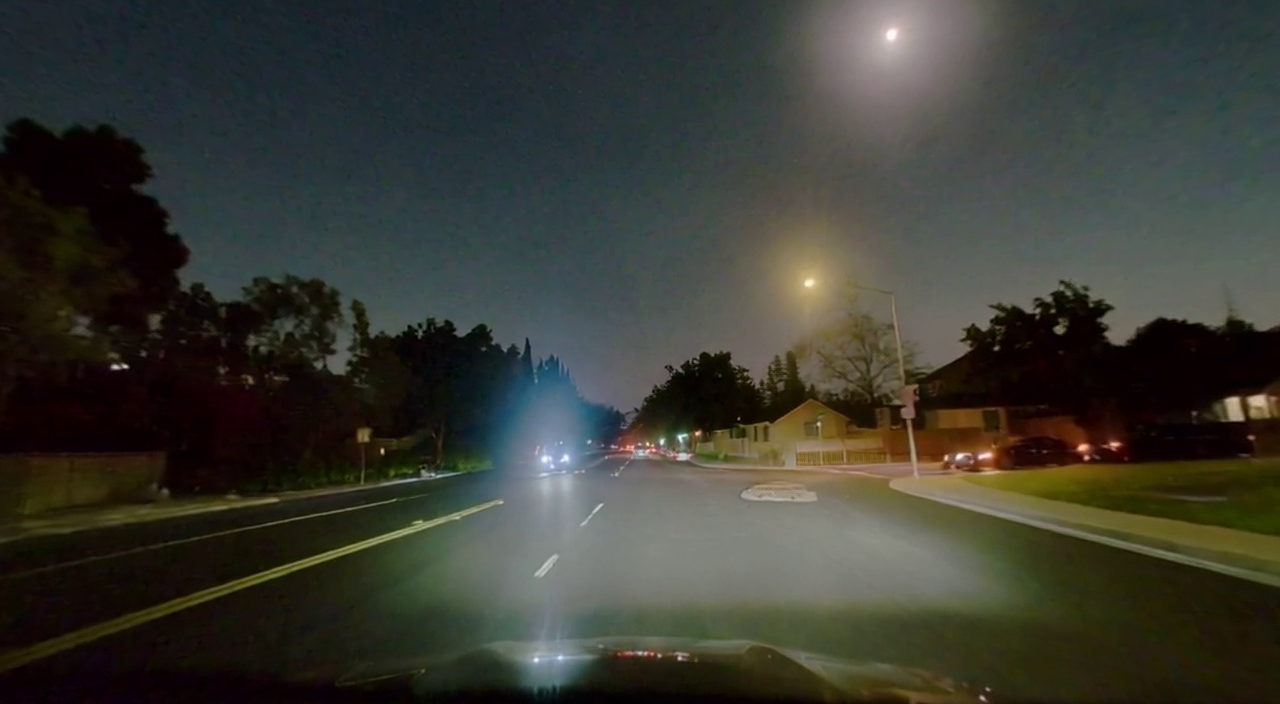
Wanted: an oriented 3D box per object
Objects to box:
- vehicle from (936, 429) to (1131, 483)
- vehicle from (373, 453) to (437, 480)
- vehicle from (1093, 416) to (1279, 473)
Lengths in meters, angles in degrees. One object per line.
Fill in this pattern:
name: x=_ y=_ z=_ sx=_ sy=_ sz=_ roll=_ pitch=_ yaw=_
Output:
vehicle: x=13.313 y=3.526 z=21.619 sx=5.177 sy=1.468 sz=2.090 roll=-3 pitch=-6 yaw=3
vehicle: x=-14.190 y=6.913 z=38.202 sx=2.557 sy=1.485 sz=2.907 roll=-3 pitch=-8 yaw=5
vehicle: x=18.843 y=3.175 z=21.641 sx=4.821 sy=1.832 sz=2.196 roll=0 pitch=-9 yaw=-1
